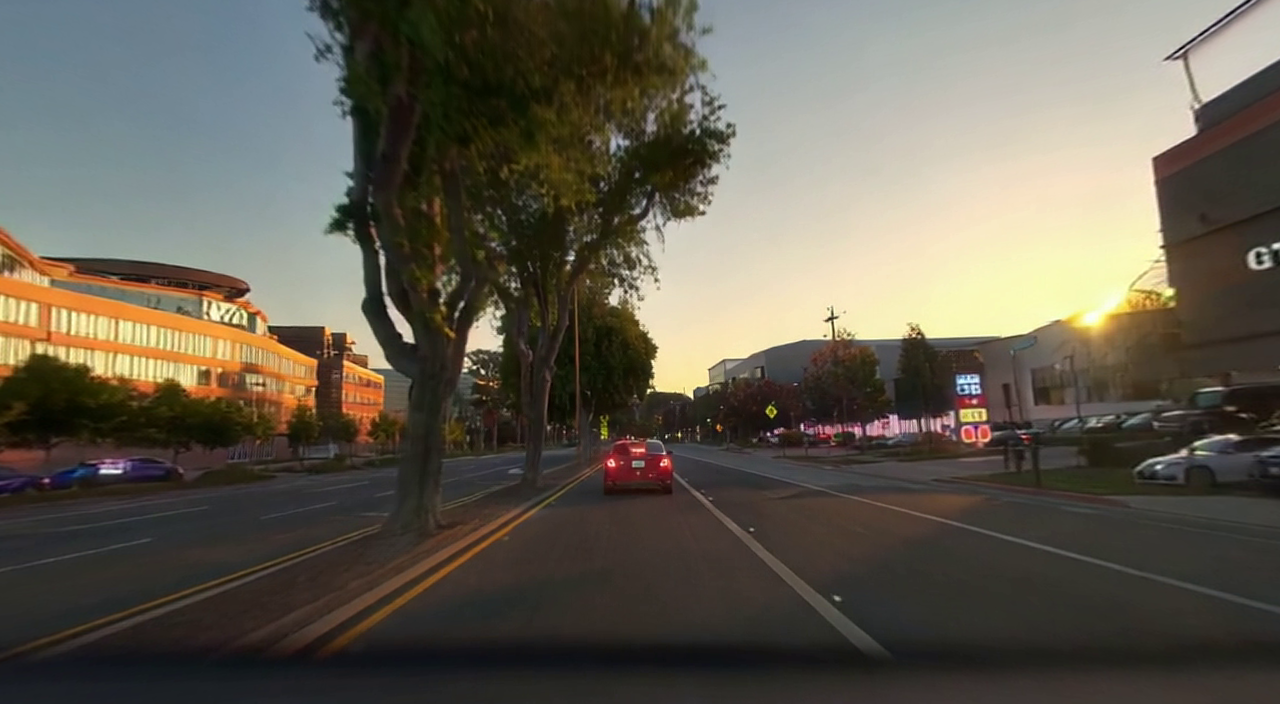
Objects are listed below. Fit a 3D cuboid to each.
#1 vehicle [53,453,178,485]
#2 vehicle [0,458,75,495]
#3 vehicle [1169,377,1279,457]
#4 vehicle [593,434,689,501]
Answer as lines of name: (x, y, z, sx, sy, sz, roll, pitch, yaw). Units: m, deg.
vehicle: (-27.709, 6.161, 33.372, 4.665, 1.578, 2.051, 0, -8, -3)
vehicle: (-27.864, 5.436, 27.603, 4.209, 1.497, 1.913, 0, -9, 0)
vehicle: (24.382, 2.598, 24.449, 2.170, 2.875, 5.941, 1, -9, -3)
vehicle: (-0.009, 2.858, 16.028, 2.126, 1.475, 3.967, 0, -8, -1)
